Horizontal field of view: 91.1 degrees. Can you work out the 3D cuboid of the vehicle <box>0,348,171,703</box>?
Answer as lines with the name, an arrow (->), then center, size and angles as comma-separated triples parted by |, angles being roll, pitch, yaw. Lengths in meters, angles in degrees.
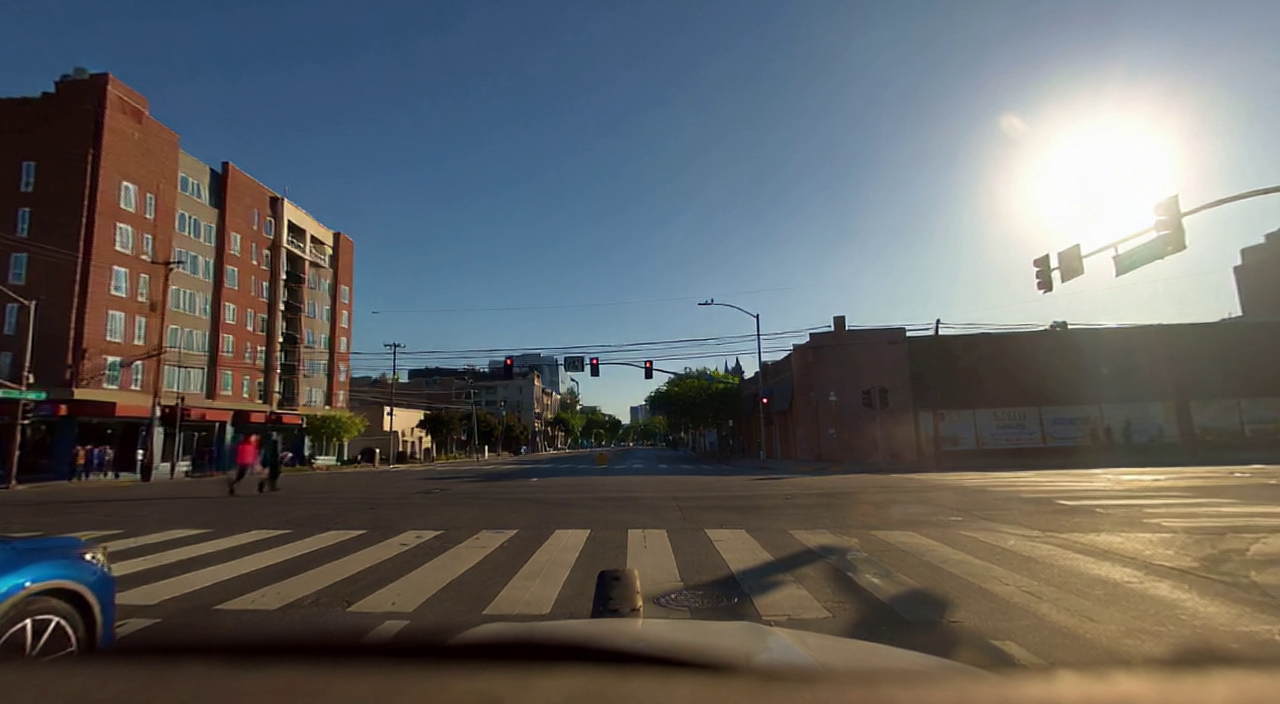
vehicle -> -3.626, 0.622, 1.065 | 2.109, 1.692, 4.587 | 0, -8, 0
